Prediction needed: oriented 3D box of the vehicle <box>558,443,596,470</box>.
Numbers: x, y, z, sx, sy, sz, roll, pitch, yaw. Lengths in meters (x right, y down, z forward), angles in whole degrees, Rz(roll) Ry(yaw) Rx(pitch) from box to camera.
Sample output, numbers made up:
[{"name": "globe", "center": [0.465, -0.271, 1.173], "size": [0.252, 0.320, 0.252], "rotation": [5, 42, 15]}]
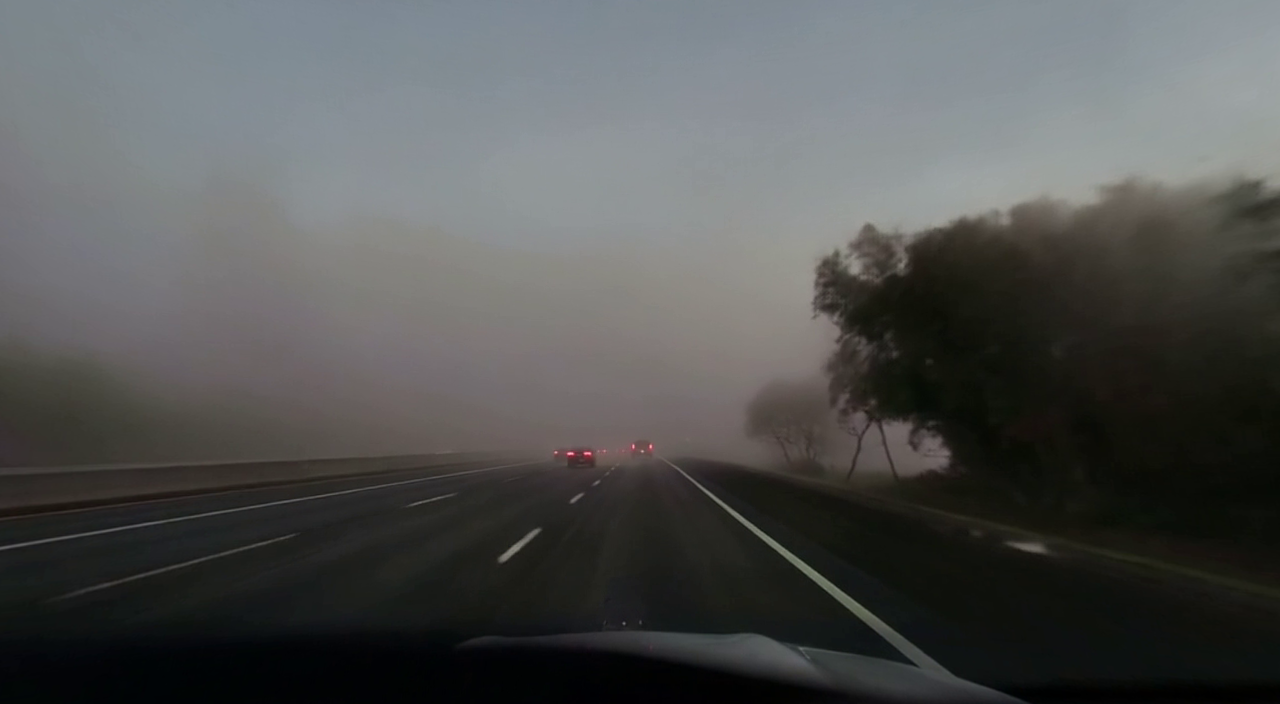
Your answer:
[{"name": "vehicle", "center": [-3.712, 6.218, 37.705], "size": [1.786, 1.488, 4.023], "rotation": [0, -8, 1]}]
